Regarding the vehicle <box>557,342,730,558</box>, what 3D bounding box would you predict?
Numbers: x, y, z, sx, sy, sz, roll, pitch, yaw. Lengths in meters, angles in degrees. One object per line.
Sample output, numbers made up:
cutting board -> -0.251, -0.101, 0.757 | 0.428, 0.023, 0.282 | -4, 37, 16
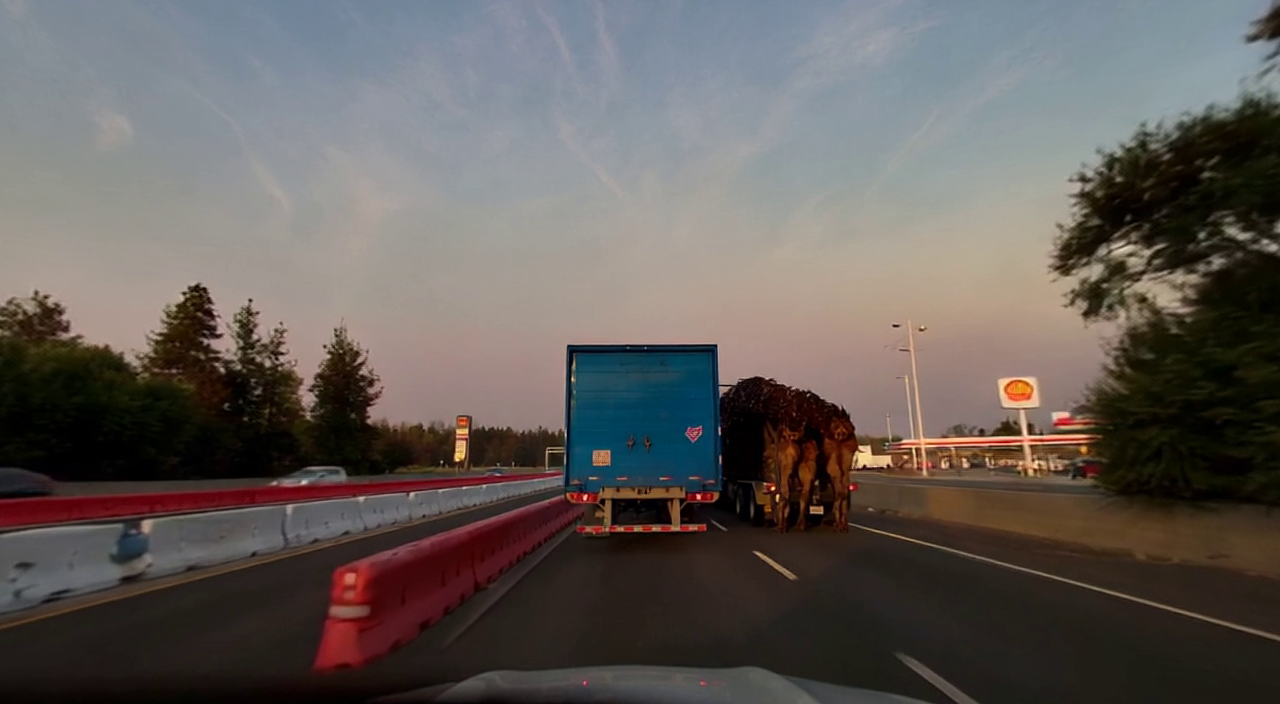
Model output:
vehicle -> 0.042, 2.268, 14.119 | 2.618, 3.306, 8.676 | 1, -10, 0

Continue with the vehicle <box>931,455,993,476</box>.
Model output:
vehicle -> 24.519, 8.715, 48.177 | 1.762, 1.470, 4.485 | 3, -11, -11

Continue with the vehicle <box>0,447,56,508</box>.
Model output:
vehicle -> -48.229, 9.594, 48.928 | 16.489, 4.054, 2.903 | -10, -14, 44

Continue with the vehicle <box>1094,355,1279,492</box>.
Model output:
vehicle -> 20.834, 2.343, 19.966 | 2.771, 4.075, 13.513 | 1, -11, 0

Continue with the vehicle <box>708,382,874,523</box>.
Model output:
vehicle -> 4.433, 3.455, 21.168 | 2.936, 3.640, 9.443 | 1, -10, -2
